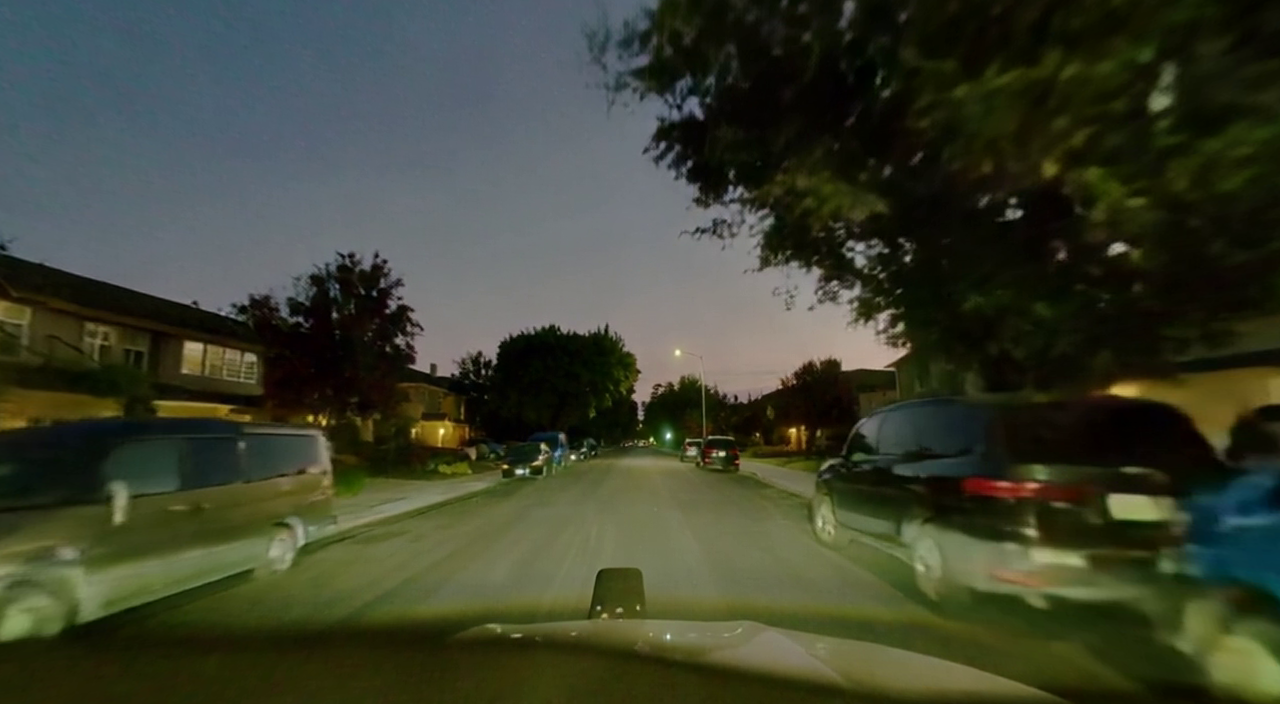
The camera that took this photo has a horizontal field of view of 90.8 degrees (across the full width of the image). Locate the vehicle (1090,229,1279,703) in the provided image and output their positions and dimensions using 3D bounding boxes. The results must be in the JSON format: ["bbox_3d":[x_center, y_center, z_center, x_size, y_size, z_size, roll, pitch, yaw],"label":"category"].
[{"bbox_3d":[3.579,0.387,0.968,2.144,2.166,4.766,-1,-8,-1],"label":"vehicle"}]

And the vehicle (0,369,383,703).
[{"bbox_3d":[-4.811,1.450,6.054,2.364,1.968,5.671,-1,-8,-1],"label":"vehicle"}]

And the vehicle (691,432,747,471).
[{"bbox_3d":[4.051,5.230,33.337,2.152,1.810,5.846,-1,-8,0],"label":"vehicle"}]

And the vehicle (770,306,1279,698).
[{"bbox_3d":[3.549,1.277,6.850,2.744,2.152,6.605,0,-8,-1],"label":"vehicle"}]

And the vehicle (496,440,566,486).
[{"bbox_3d":[-4.639,4.749,27.500,2.116,1.659,4.832,-2,-7,1],"label":"vehicle"}]
